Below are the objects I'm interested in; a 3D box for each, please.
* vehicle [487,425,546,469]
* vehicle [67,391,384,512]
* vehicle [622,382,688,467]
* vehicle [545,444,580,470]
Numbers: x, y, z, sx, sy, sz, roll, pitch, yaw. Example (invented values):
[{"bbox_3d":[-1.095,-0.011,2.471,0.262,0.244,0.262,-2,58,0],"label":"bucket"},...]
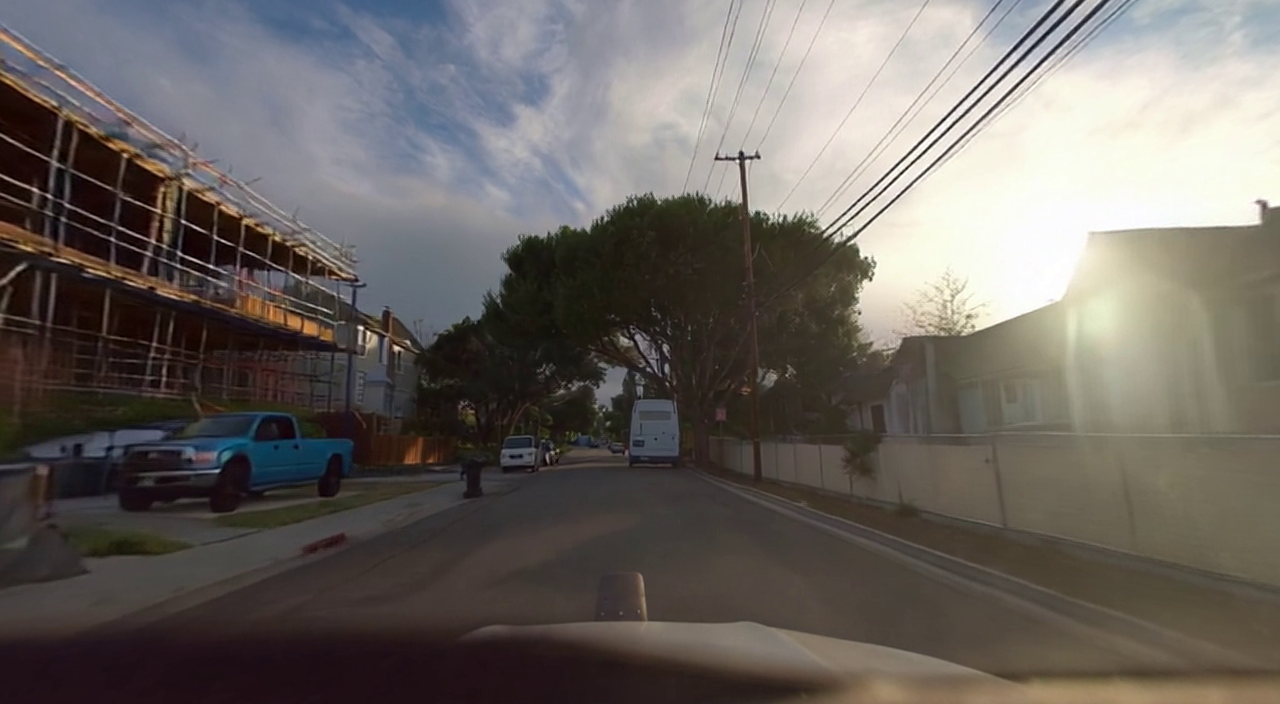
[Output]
[{"bbox_3d":[-6.382,4.887,32.994,2.171,1.910,4.789,-1,-4,0],"label":"vehicle"},{"bbox_3d":[-7.777,1.994,12.874,2.238,1.895,5.648,-1,-8,5],"label":"vehicle"},{"bbox_3d":[0.658,4.104,33.928,2.915,3.793,9.963,2,-9,0],"label":"vehicle"},{"bbox_3d":[-6.066,8.231,49.747,2.257,1.916,5.089,0,-8,-2],"label":"vehicle"}]
